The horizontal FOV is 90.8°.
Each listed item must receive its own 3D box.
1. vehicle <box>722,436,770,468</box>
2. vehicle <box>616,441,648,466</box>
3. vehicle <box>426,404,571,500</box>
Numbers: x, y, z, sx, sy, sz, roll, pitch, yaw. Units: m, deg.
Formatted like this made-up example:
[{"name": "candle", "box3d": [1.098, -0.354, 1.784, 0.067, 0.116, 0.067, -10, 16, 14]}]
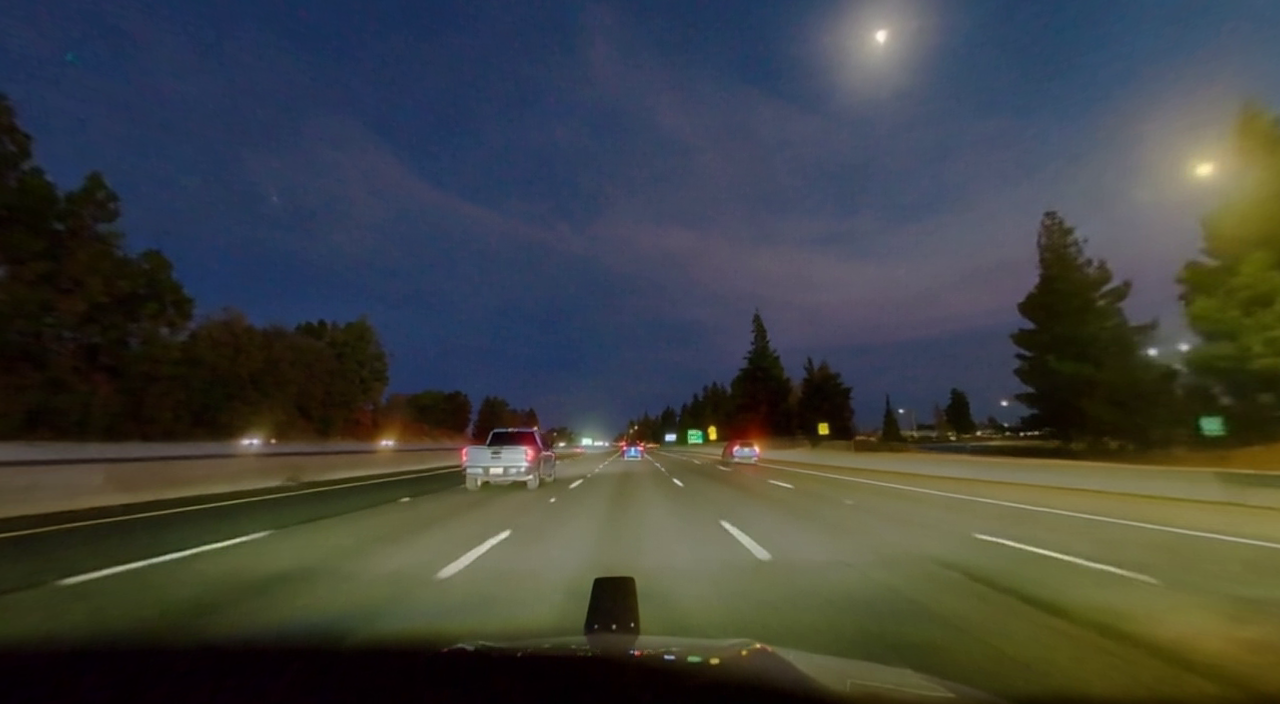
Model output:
[{"name": "vehicle", "box3d": [6.830, 6.528, 41.262, 2.103, 1.898, 5.310, 0, -9, -1]}, {"name": "vehicle", "box3d": [-0.565, 7.089, 44.154, 2.157, 1.642, 4.189, 0, -9, -1]}, {"name": "vehicle", "box3d": [-3.575, 2.738, 17.539, 2.592, 2.179, 6.034, 0, -9, 0]}]
